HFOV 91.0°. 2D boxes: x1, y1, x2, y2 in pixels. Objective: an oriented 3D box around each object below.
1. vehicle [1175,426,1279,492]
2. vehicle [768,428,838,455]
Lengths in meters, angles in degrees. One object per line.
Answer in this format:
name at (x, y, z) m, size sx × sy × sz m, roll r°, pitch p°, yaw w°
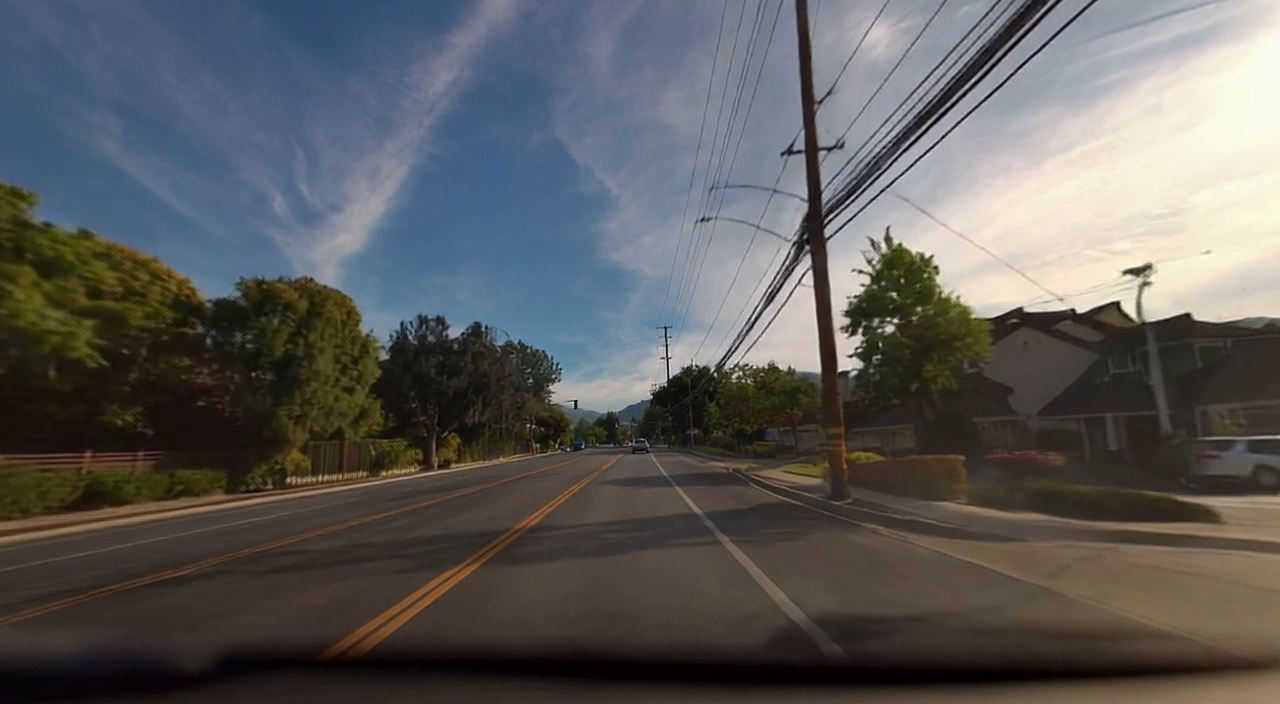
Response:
vehicle at (15.201, 2.432, 14.550) m, size 4.034 × 1.403 × 1.821 m, roll 0°, pitch -8°, yaw -2°
vehicle at (12.799, 7.063, 49.741) m, size 4.905 × 2.056 × 2.058 m, roll 0°, pitch -9°, yaw 0°
